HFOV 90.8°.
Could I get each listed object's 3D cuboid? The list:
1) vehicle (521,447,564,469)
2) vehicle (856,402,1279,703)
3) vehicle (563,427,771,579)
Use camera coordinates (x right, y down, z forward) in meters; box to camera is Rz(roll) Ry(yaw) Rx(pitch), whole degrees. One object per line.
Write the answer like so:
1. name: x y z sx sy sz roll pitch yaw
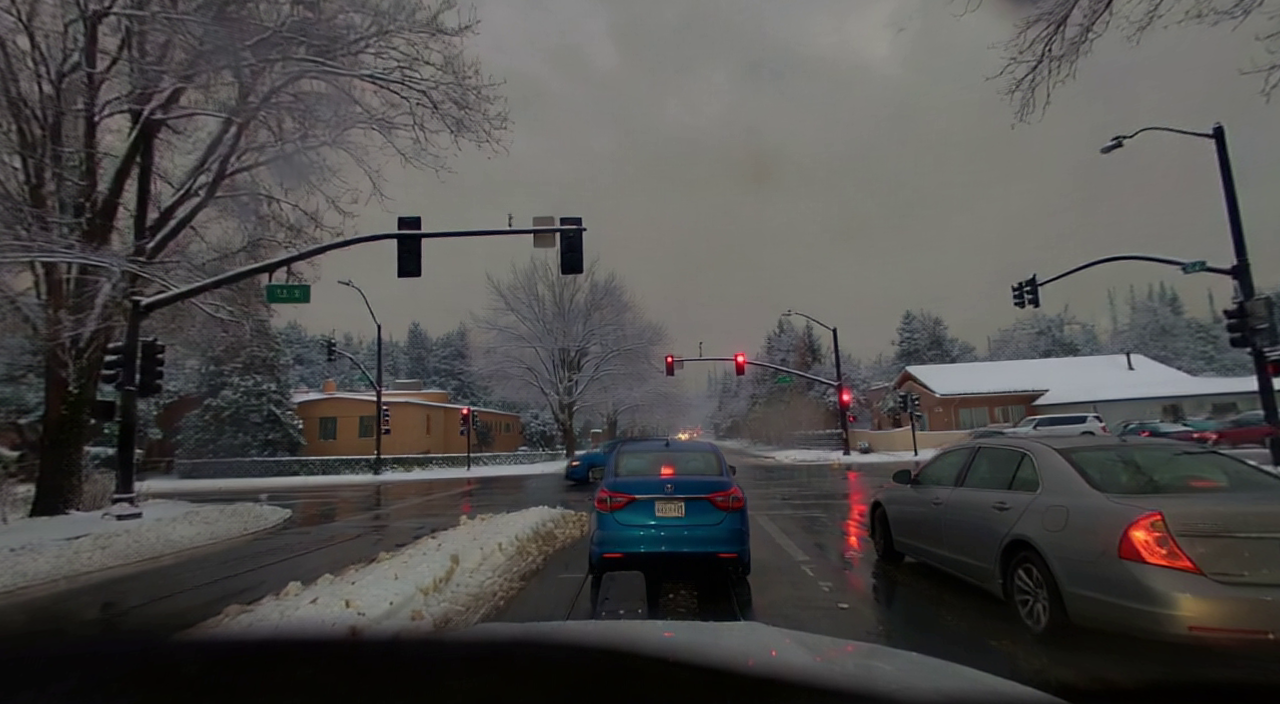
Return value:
1. vehicle: -6.923 7.581 45.291 2.093 1.476 4.278 -1 -9 4
2. vehicle: 3.659 1.338 5.442 1.888 1.486 4.681 0 -9 -1
3. vehicle: 0.305 1.816 8.326 2.090 1.505 3.756 -1 -9 1
